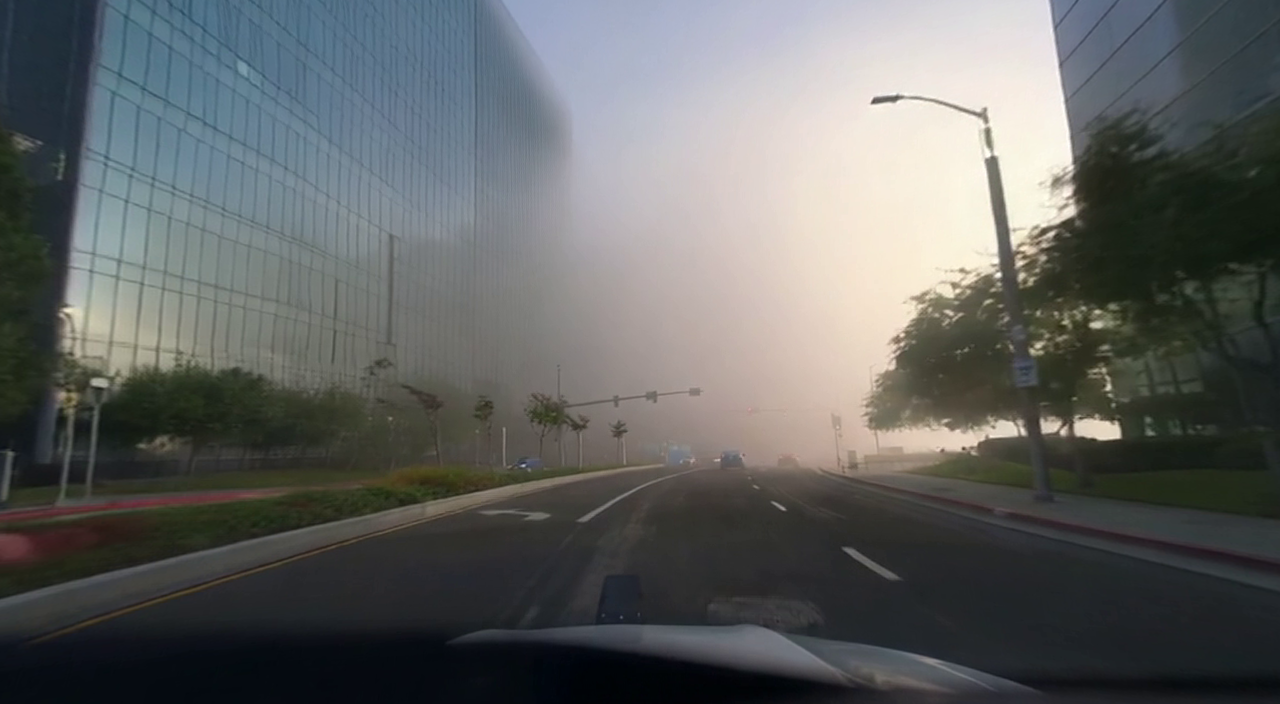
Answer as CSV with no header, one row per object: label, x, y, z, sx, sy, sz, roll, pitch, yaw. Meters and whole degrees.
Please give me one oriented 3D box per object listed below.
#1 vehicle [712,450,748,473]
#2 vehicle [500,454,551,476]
vehicle,6.346,7.642,43.959,2.127,1.497,4.020,-2,-9,13
vehicle,-8.868,8.792,49.226,1.926,1.619,4.649,-3,-10,16
